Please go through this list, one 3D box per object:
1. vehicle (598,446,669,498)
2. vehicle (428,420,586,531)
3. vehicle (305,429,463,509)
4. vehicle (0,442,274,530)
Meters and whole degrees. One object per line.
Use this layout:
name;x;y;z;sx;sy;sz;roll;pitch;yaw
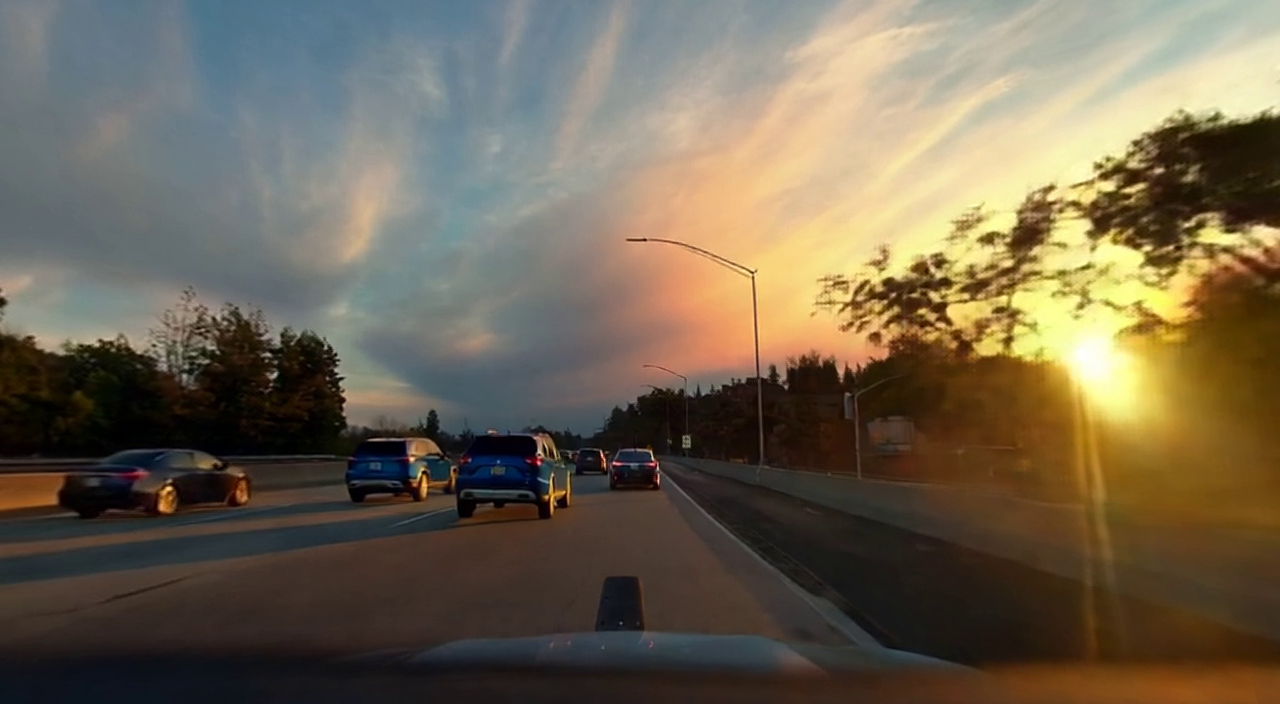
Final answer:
vehicle;-0.172;3.799;20.386;2.068;1.488;4.045;0;-9;0
vehicle;-2.374;2.353;12.486;2.123;1.798;4.108;0;-9;2
vehicle;-6.547;3.043;16.837;2.162;1.823;4.566;0;-9;2
vehicle;-10.085;2.631;13.040;2.126;1.480;4.589;0;-9;2
